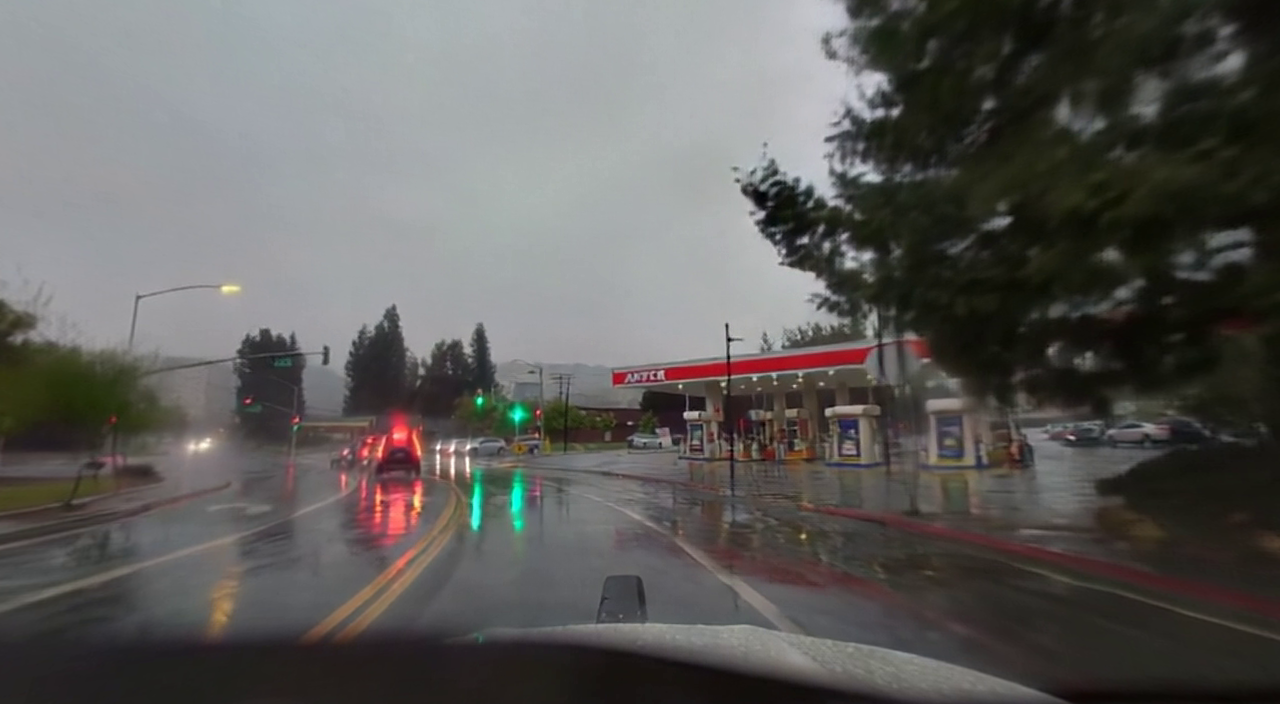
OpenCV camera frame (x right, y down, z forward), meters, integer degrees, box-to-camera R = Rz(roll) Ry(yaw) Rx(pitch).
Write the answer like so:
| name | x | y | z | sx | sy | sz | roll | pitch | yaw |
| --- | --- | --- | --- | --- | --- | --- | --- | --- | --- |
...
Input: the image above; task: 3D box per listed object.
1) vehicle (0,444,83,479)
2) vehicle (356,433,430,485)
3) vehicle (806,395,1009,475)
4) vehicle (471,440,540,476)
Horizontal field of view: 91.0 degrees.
| name | x | y | z | sx | sy | sz | roll | pitch | yaw |
| --- | --- | --- | --- | --- | --- | --- | --- | --- | --- |
| vehicle | -32.408 | 5.707 | 32.922 | 4.632 | 1.757 | 2.073 | 7 | -11 | -37 |
| vehicle | -10.614 | 4.499 | 26.836 | 2.254 | 2.006 | 4.766 | 5 | -10 | -28 |
| vehicle | 11.764 | 3.798 | 28.346 | 7.741 | 3.106 | 2.906 | -8 | -11 | 42 |
| vehicle | -7.633 | 5.894 | 35.375 | 2.202 | 1.822 | 4.826 | 6 | -10 | -32 |
